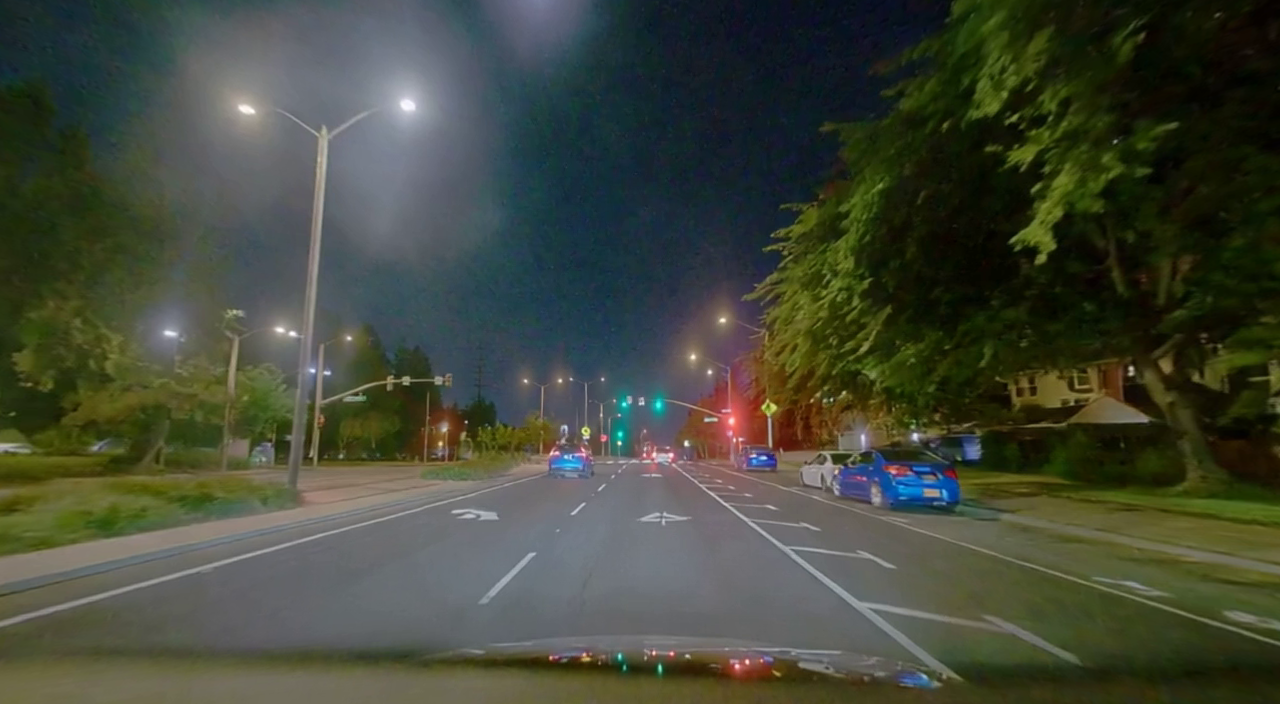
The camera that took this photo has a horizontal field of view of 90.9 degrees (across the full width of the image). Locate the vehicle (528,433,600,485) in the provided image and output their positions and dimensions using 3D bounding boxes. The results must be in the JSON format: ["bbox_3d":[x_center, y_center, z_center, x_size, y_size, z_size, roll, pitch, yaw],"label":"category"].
[{"bbox_3d":[-2.853,4.131,24.647,2.150,1.812,4.423,0,-8,2],"label":"vehicle"}]

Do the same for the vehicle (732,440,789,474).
[{"bbox_3d":[6.488,5.705,34.504,2.038,1.687,4.985,0,-8,-2],"label":"vehicle"}]

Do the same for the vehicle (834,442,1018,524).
[{"bbox_3d":[6.071,2.802,14.235,1.871,1.485,5.074,0,-9,1],"label":"vehicle"}]

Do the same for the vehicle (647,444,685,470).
[{"bbox_3d":[1.513,6.289,37.956,2.075,1.480,3.920,0,-8,0],"label":"vehicle"}]
